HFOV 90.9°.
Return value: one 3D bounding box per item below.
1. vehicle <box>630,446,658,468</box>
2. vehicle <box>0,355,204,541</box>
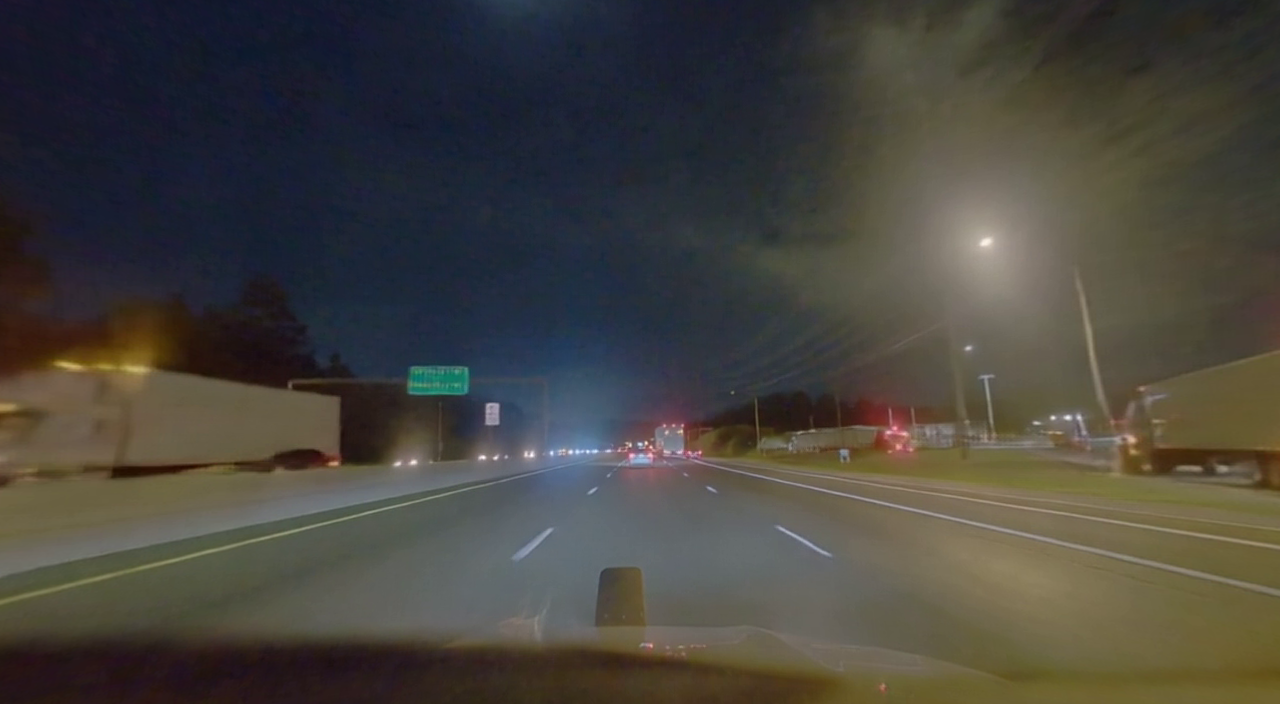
[{"bbox_3d":[0.323,8.017,48.220,2.111,1.599,3.859,0,-9,1],"label":"vehicle"},{"bbox_3d":[-15.513,2.563,16.796,2.996,4.046,6.372,0,-9,0],"label":"vehicle"}]
